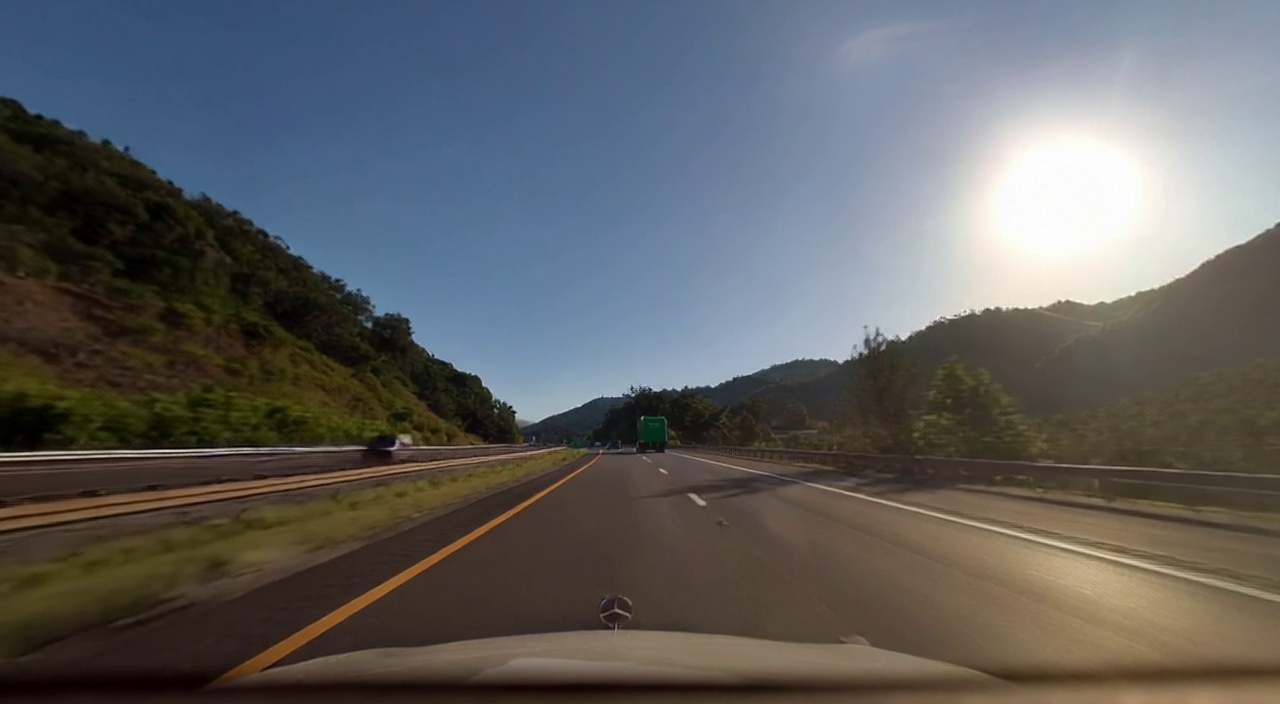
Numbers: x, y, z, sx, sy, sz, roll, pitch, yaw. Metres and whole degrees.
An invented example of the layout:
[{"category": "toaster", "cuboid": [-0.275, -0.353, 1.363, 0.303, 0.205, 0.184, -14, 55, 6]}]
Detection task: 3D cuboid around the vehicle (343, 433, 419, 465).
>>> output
[{"category": "vehicle", "cuboid": [-13.106, 4.933, 32.184, 1.958, 1.518, 4.754, 0, -8, -1]}]
